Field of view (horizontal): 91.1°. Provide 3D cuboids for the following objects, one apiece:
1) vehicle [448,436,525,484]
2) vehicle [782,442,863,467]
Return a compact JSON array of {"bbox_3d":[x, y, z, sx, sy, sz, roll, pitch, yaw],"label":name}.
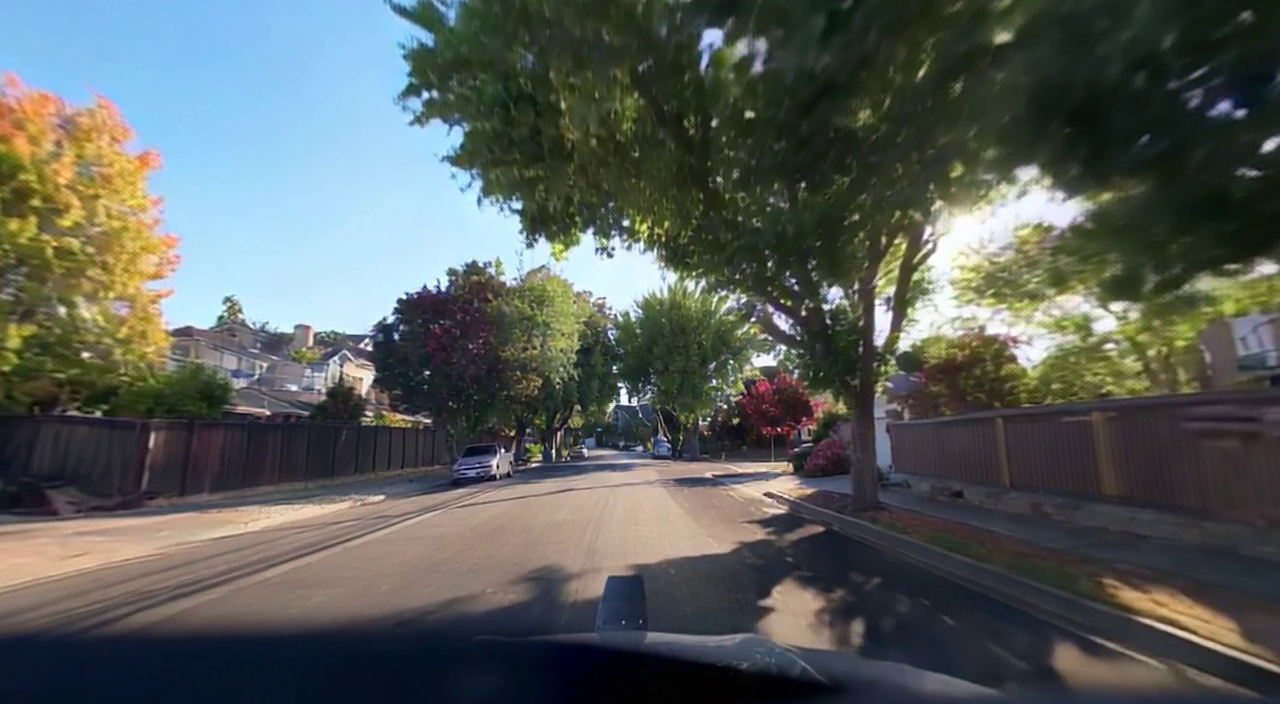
[{"bbox_3d":[-6.119,4.343,25.588,1.998,1.742,4.210,0,-8,1],"label":"vehicle"},{"bbox_3d":[12.160,6.832,42.002,4.708,1.527,2.113,0,-8,-9],"label":"vehicle"}]
